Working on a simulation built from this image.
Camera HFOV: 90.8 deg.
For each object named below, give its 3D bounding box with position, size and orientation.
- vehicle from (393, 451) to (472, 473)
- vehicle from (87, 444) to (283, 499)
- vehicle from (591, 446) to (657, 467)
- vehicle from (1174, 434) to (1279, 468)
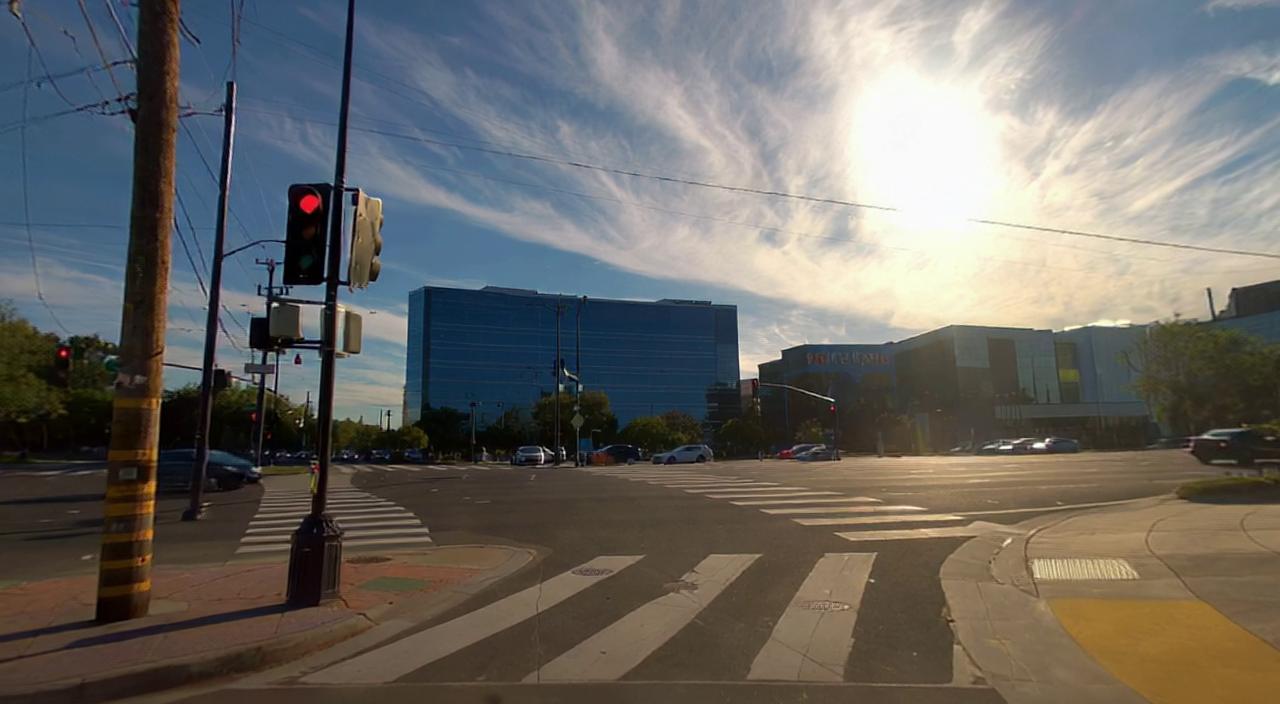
[{"bbox_3d":[-14.102,7.440,43.001,4.837,1.407,1.818,4,-9,-26],"label":"vehicle"},{"bbox_3d":[-13.254,3.435,18.494,4.799,1.438,1.899,-2,-9,14],"label":"vehicle"},{"bbox_3d":[-1.150,7.546,45.824,4.391,1.451,1.717,4,-9,-25],"label":"vehicle"},{"bbox_3d":[27.728,4.620,29.539,4.700,1.479,2.095,3,-9,-22],"label":"vehicle"}]
